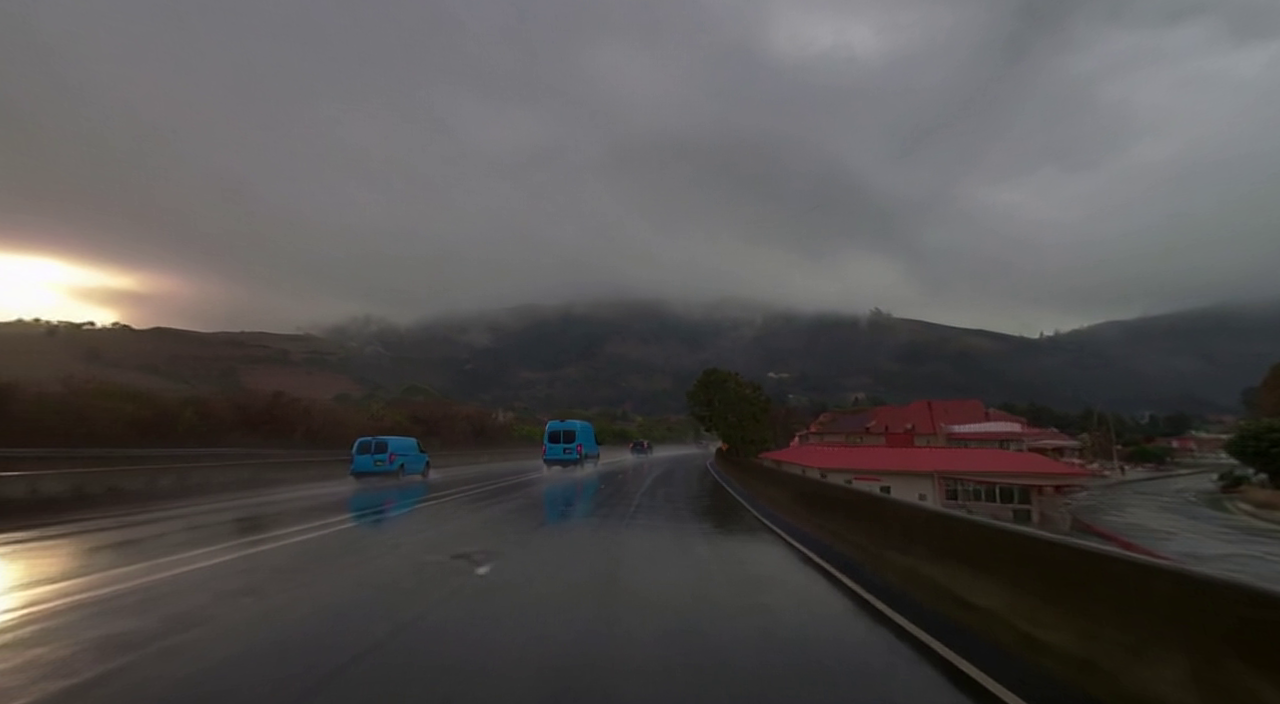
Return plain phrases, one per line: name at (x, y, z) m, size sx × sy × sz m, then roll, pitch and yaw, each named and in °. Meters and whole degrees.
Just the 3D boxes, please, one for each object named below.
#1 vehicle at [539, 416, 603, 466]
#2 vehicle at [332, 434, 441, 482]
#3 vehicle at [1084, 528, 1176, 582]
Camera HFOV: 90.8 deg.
vehicle at (-3.943, 5.270, 37.520) m, size 2.314 × 2.703 × 6.441 m, roll -1°, pitch -8°, yaw 7°
vehicle at (-8.911, 3.744, 22.699) m, size 1.821 × 1.524 × 4.342 m, roll -1°, pitch -8°, yaw 5°
vehicle at (22.783, 9.401, 29.571) m, size 1.887 × 1.776 × 4.198 m, roll -1°, pitch -11°, yaw 17°
